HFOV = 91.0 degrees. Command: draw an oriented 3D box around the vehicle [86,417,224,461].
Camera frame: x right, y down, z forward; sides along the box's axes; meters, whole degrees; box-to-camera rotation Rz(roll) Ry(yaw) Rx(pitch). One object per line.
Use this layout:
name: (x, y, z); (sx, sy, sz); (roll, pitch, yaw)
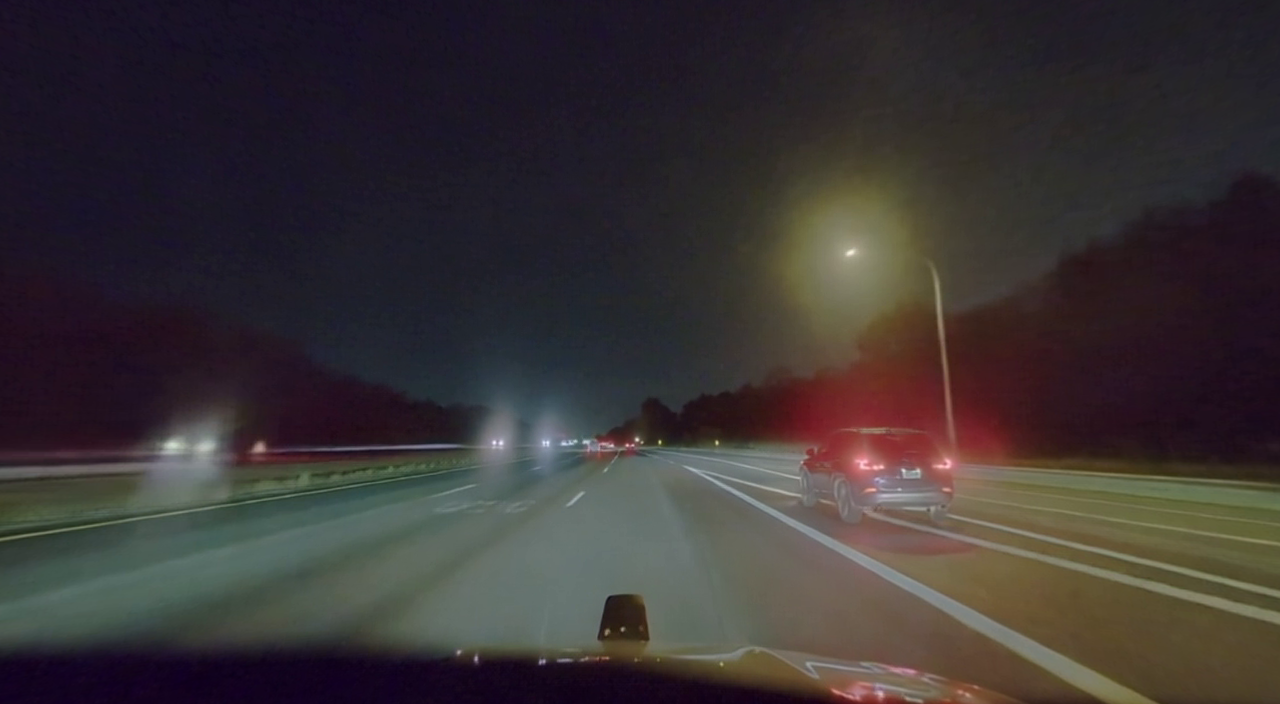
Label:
vehicle: (-18.366, 3.352, 24.147); (1.856, 1.538, 4.326); (0, -8, 0)
